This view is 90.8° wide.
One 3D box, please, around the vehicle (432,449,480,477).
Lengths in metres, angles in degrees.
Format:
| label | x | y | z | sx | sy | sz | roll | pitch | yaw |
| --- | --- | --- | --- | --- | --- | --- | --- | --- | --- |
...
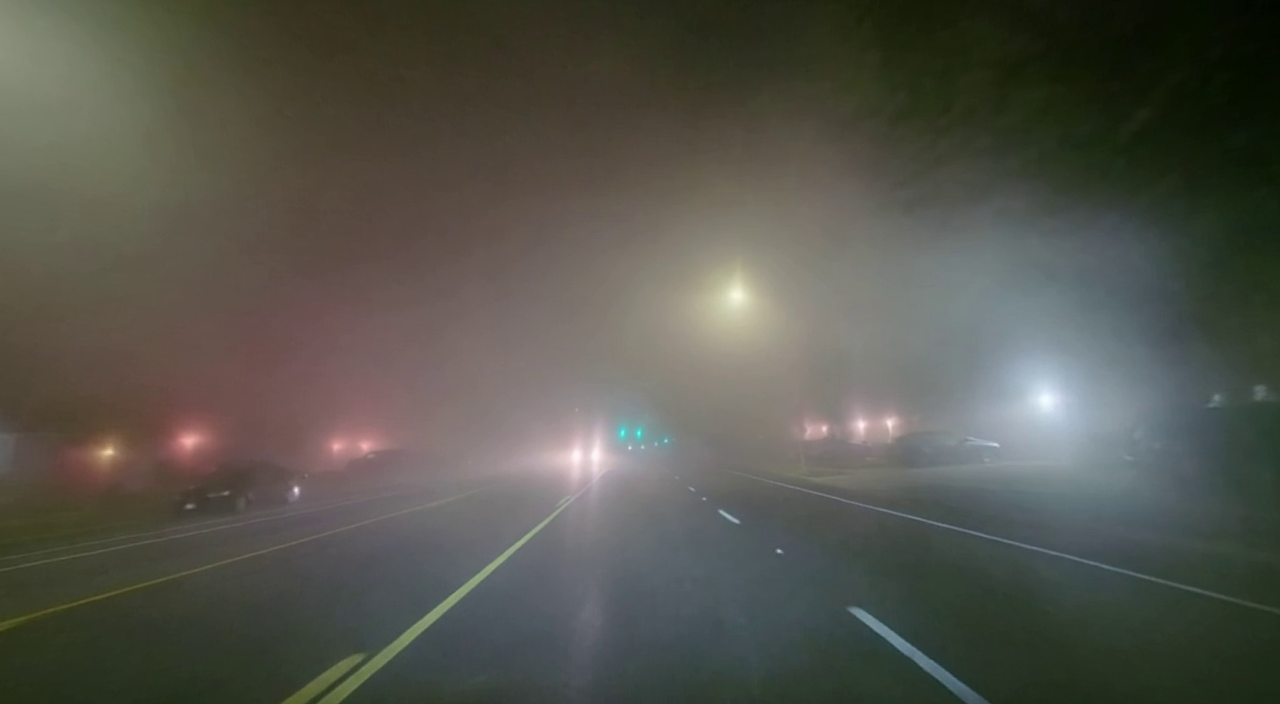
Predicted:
| label | x | y | z | sx | sy | sz | roll | pitch | yaw |
| --- | --- | --- | --- | --- | --- | --- | --- | --- | --- |
| vehicle | -12.048 | 7.270 | 41.667 | 1.822 | 1.699 | 4.791 | 0 | -8 | -1 |

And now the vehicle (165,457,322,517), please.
| label | x | y | z | sx | sy | sz | roll | pitch | yaw |
| --- | --- | --- | --- | --- | --- | --- | --- | --- | --- |
| vehicle | -11.466 | 3.891 | 18.697 | 1.851 | 1.459 | 4.295 | 0 | -8 | 0 |

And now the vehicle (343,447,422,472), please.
| label | x | y | z | sx | sy | sz | roll | pitch | yaw |
| --- | --- | --- | --- | --- | --- | --- | --- | --- | --- |
| vehicle | -18.992 | 7.922 | 46.741 | 4.837 | 1.808 | 2.176 | 0 | -8 | -1 |

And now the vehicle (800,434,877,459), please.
| label | x | y | z | sx | sy | sz | roll | pitch | yaw |
| --- | --- | --- | --- | --- | --- | --- | --- | --- | --- |
| vehicle | 12.428 | 5.958 | 39.740 | 4.183 | 1.516 | 1.884 | -1 | -8 | 3 |

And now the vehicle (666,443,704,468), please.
| label | x | y | z | sx | sy | sz | roll | pitch | yaw |
| --- | --- | --- | --- | --- | --- | --- | --- | --- | --- |
| vehicle | 2.847 | 6.669 | 40.899 | 1.983 | 1.557 | 4.078 | 0 | -8 | -2 |

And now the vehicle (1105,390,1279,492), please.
| label | x | y | z | sx | sy | sz | roll | pitch | yaw |
| --- | --- | --- | --- | --- | --- | --- | --- | --- | --- |
| vehicle | 12.073 | 1.798 | 12.674 | 2.044 | 1.716 | 4.637 | -1 | -8 | 2 |

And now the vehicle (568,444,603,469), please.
| label | x | y | z | sx | sy | sz | roll | pitch | yaw |
| --- | --- | --- | --- | --- | --- | --- | --- | --- | --- |
| vehicle | -3.858 | 7.402 | 45.041 | 2.076 | 1.688 | 4.284 | 0 | -8 | 1 |

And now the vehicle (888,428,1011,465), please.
| label | x | y | z | sx | sy | sz | roll | pitch | yaw |
| --- | --- | --- | --- | --- | --- | --- | --- | --- | --- |
| vehicle | 12.994 | 3.990 | 26.720 | 4.237 | 1.476 | 1.743 | 0 | -8 | 0 |
